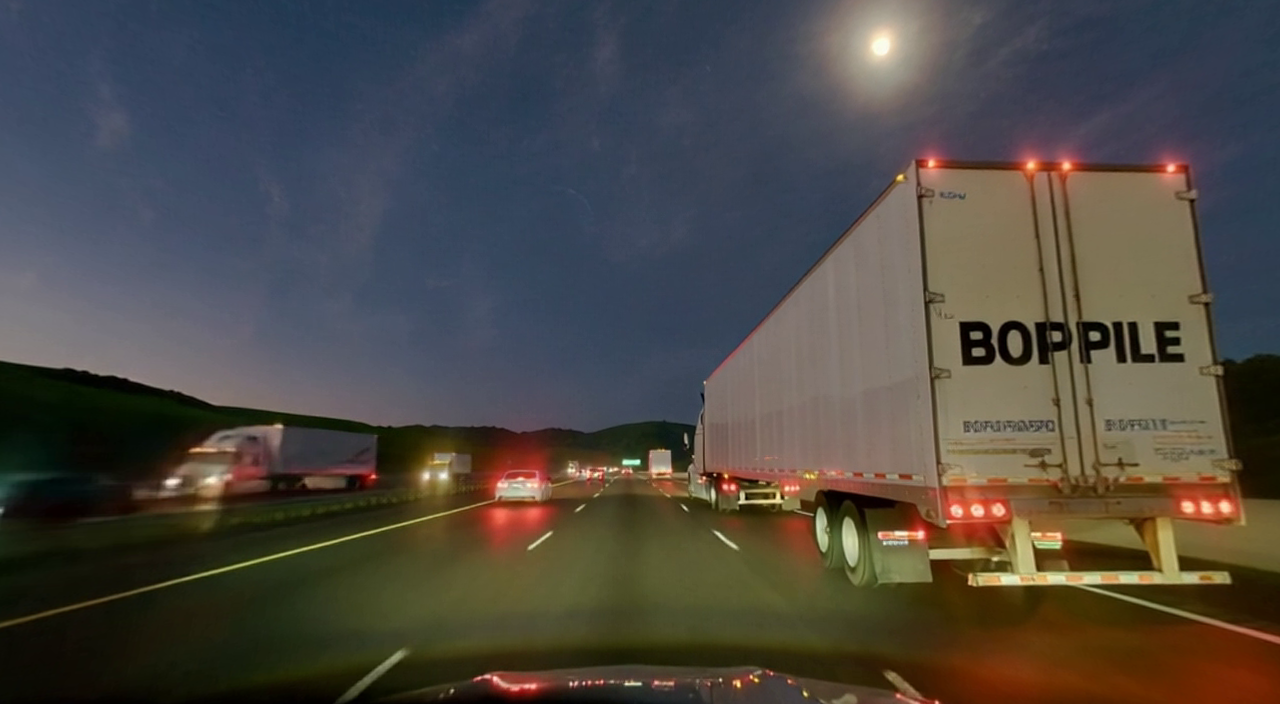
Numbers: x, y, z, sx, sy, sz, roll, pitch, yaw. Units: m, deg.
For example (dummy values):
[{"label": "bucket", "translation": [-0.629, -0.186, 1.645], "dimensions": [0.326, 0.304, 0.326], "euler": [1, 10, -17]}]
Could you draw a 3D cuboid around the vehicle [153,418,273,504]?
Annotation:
[{"label": "vehicle", "translation": [-19.801, 5.090, 29.494], "dimensions": [2.859, 3.706, 3.474], "euler": [1, -11, -1]}]

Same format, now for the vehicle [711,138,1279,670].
[{"label": "vehicle", "translation": [3.698, 1.543, 11.742], "dimensions": [2.839, 4.062, 14.051], "euler": [1, -11, -1]}]

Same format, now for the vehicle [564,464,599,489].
[{"label": "vehicle", "translation": [-4.114, 8.906, 45.174], "dimensions": [2.063, 1.671, 4.197], "euler": [1, -11, 0]}]

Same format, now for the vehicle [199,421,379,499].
[{"label": "vehicle", "translation": [-19.969, 6.557, 37.684], "dimensions": [2.843, 3.696, 13.964], "euler": [1, -11, -1]}]

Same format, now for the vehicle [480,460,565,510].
[{"label": "vehicle", "translation": [-4.071, 4.733, 22.737], "dimensions": [2.088, 1.566, 4.853], "euler": [1, -11, 0]}]

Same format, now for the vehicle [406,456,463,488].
[{"label": "vehicle", "translation": [-16.042, 9.446, 49.586], "dimensions": [2.306, 2.274, 6.398], "euler": [1, -11, 0]}]
